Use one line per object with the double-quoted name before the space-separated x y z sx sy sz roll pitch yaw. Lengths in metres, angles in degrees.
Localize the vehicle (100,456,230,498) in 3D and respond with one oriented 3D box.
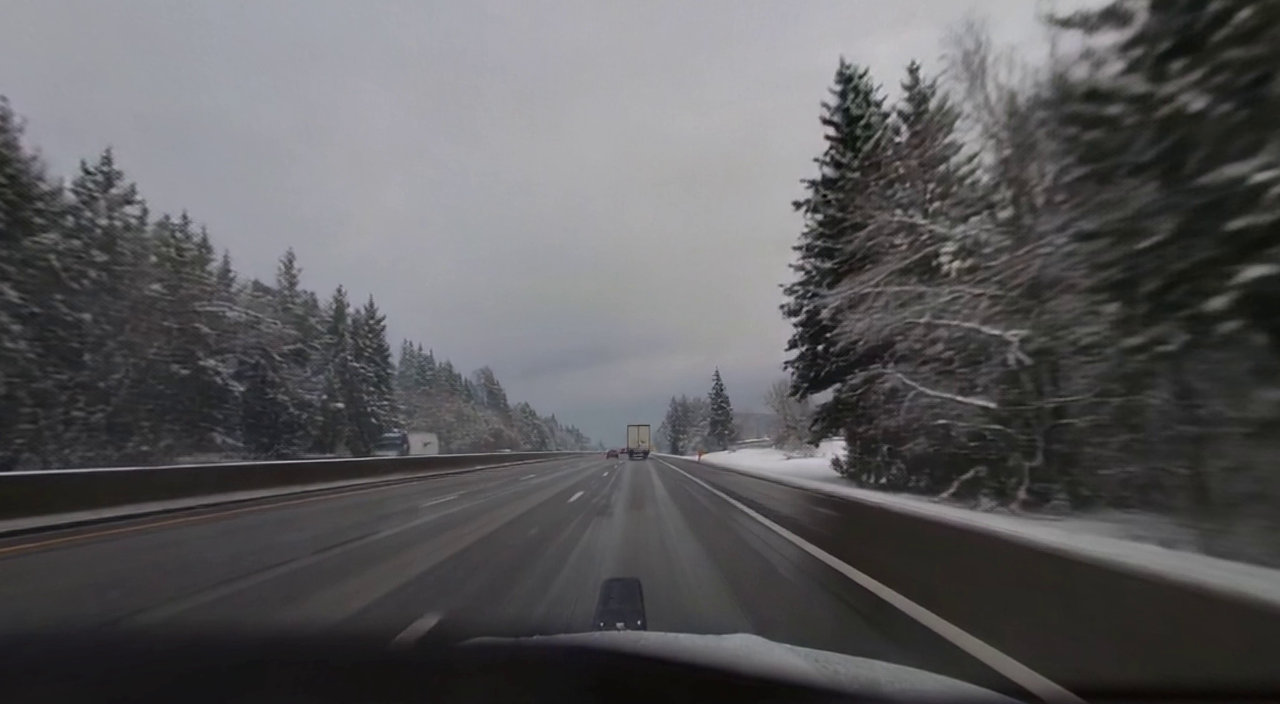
"vehicle" -18.782 4.942 25.221 1.819 1.458 4.282 0 -9 1
